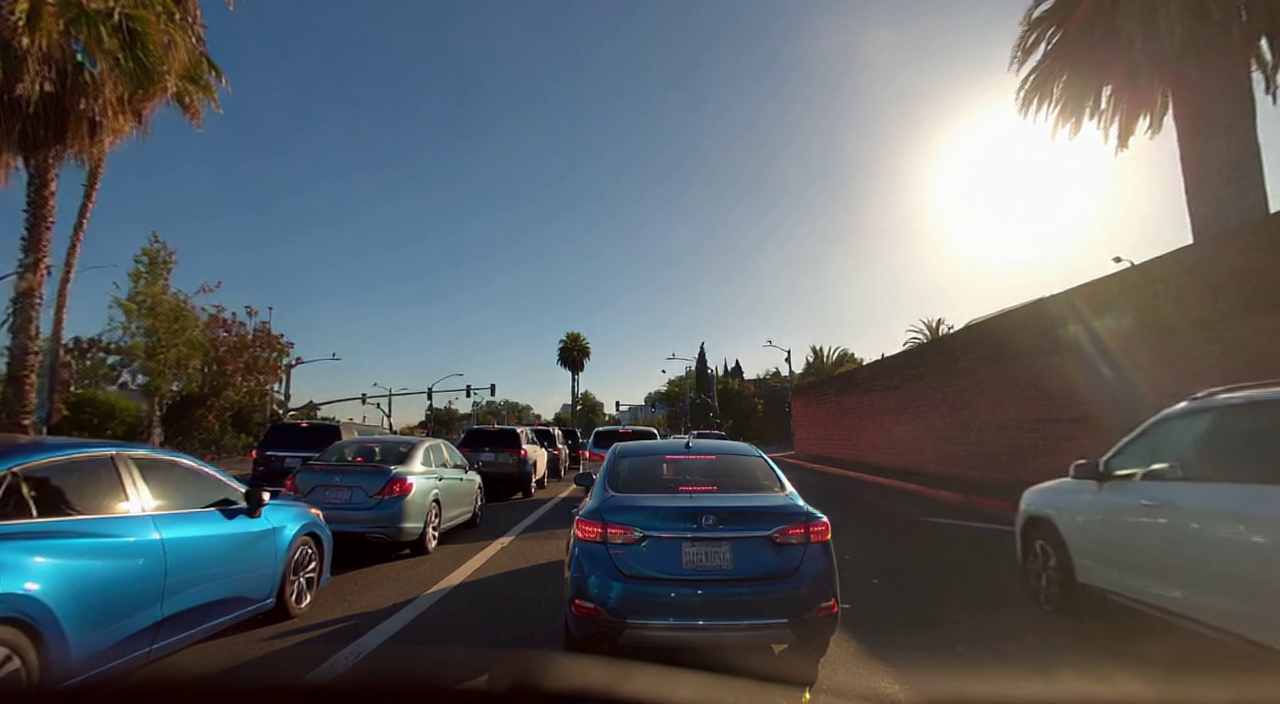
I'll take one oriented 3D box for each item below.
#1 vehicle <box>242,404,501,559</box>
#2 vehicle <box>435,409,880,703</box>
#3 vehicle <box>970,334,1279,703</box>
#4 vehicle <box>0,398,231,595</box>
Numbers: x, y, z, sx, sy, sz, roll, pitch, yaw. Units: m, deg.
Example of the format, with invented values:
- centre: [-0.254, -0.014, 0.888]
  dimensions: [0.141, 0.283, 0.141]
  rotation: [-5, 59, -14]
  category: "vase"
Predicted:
- centre: [-3.517, 1.775, 9.283]
  dimensions: [2.055, 1.746, 4.136]
  rotation: [0, -8, -2]
  category: "vehicle"
- centre: [0.047, 1.336, 5.203]
  dimensions: [2.128, 1.473, 4.272]
  rotation: [0, -8, -1]
  category: "vehicle"
- centre: [3.532, 0.937, 3.092]
  dimensions: [2.112, 1.717, 4.432]
  rotation: [-2, -9, 11]
  category: "vehicle"
- centre: [-6.671, 1.406, 6.395]
  dimensions: [1.963, 1.721, 4.662]
  rotation: [0, -8, -2]
  category: "vehicle"
